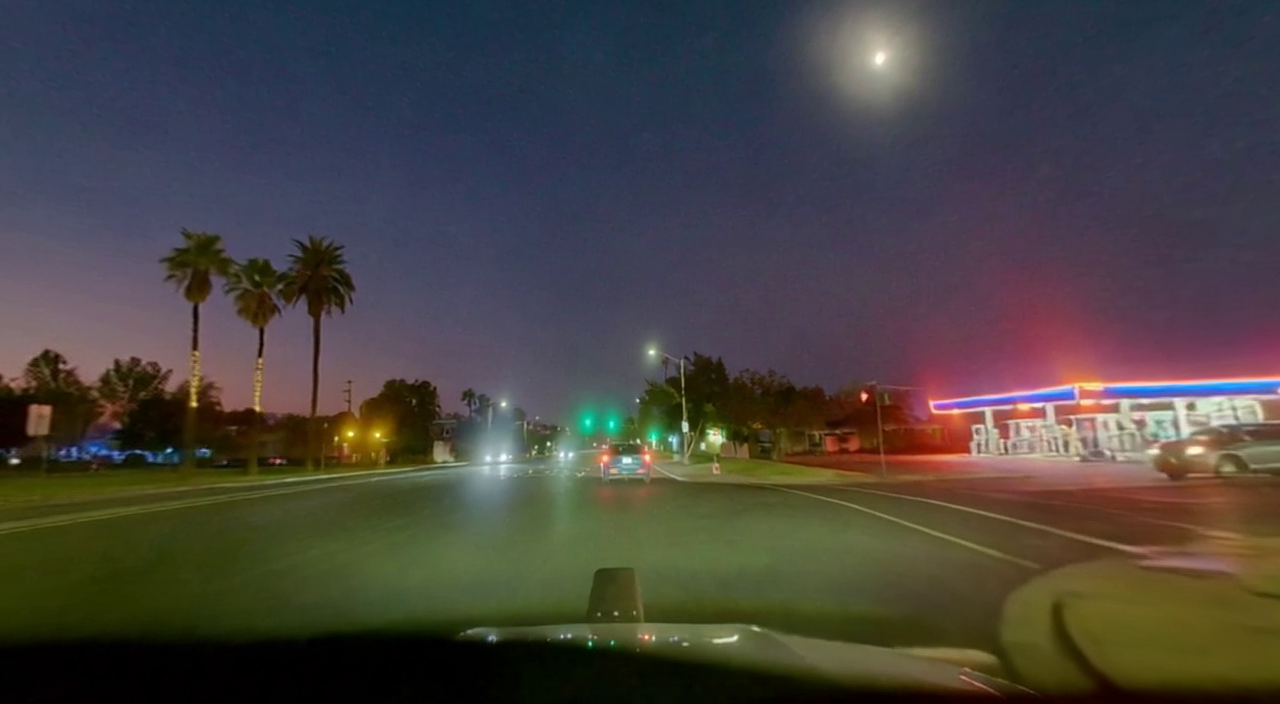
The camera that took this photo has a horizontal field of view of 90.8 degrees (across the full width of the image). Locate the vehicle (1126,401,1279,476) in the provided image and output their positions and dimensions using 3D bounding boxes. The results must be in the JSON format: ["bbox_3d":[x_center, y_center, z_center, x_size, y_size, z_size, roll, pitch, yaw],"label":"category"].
[{"bbox_3d":[18.592,2.705,19.791,4.747,2.178,2.336,0,-9,-3],"label":"vehicle"}]

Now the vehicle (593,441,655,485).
[{"bbox_3d":[-0.573,4.077,23.526,2.076,1.486,4.119,0,-8,-1],"label":"vehicle"}]
